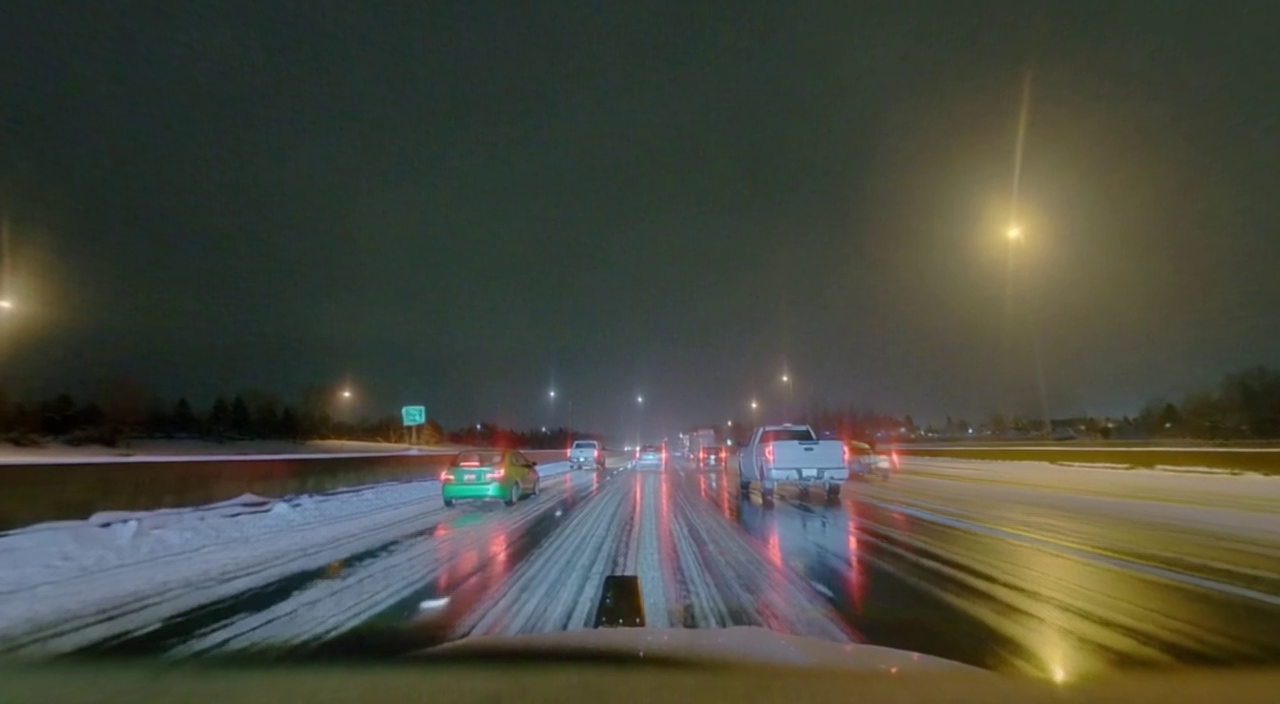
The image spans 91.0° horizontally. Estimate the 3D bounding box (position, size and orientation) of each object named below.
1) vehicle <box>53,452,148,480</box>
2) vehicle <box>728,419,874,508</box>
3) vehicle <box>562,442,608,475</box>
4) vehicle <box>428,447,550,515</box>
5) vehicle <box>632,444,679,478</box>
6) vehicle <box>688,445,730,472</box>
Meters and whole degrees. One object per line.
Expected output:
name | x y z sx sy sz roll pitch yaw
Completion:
vehicle | -34.139 7.224 40.069 1.899 1.593 4.669 0 -9 0
vehicle | 3.933 2.876 16.682 2.340 1.925 5.529 0 -9 -1
vehicle | -3.144 6.189 36.844 2.176 1.783 4.799 0 -9 1
vehicle | -3.586 3.120 15.809 1.947 1.424 4.264 0 -9 1
vehicle | 0.727 5.347 31.171 2.147 1.572 4.094 0 -9 0
vehicle | 4.413 6.875 40.936 2.145 1.636 4.437 0 -9 -1
